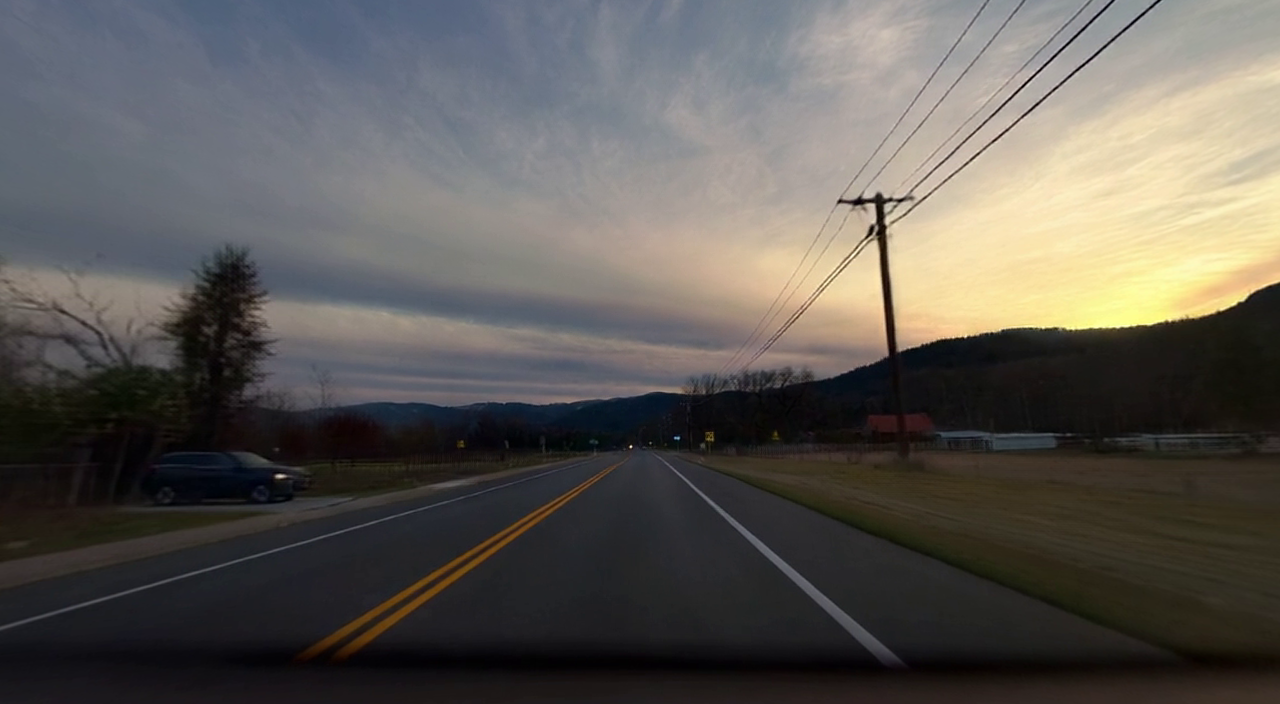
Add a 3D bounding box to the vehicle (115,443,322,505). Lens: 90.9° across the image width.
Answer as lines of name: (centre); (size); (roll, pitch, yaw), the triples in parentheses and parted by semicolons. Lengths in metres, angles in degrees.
vehicle: (-12.781, 3.700, 19.409); (4.813, 1.763, 2.048); (0, -8, -2)
